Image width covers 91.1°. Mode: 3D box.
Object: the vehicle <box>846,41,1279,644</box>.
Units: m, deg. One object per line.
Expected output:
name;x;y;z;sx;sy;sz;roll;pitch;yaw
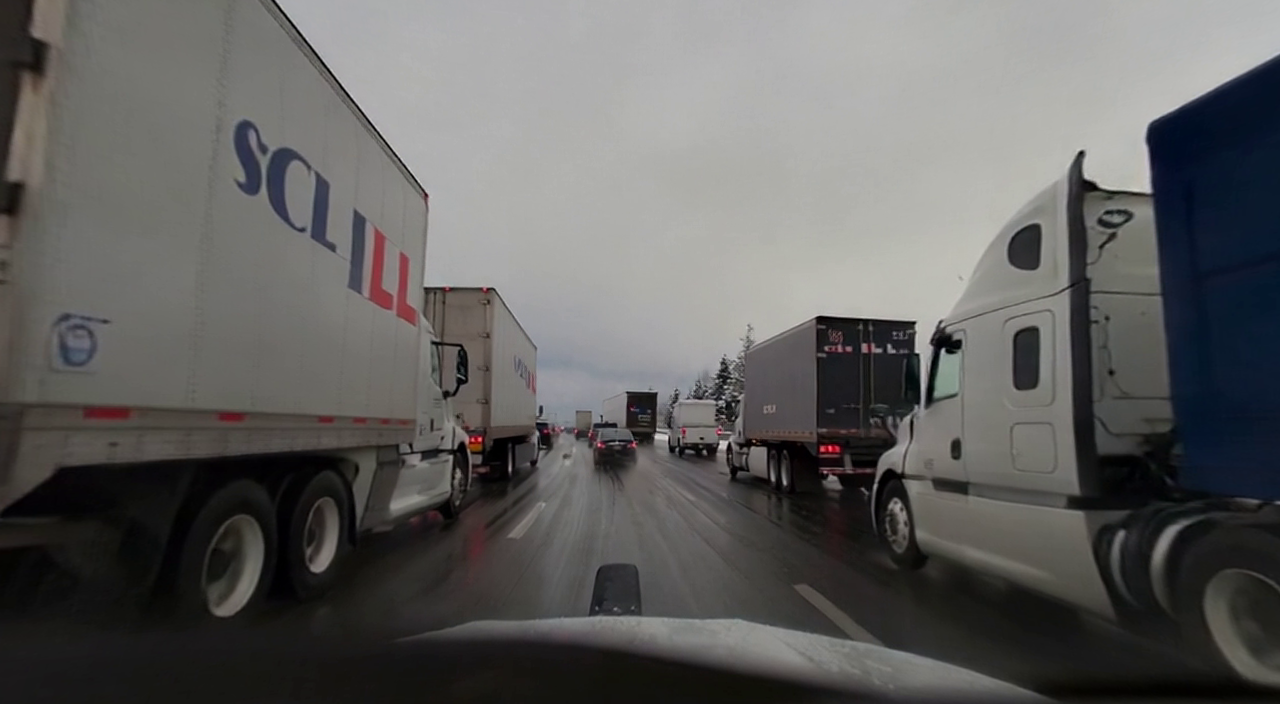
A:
vehicle;5.180;0.119;5.805;2.992;3.986;5.841;3;-8;-22

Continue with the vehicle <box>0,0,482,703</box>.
vehicle;-3.836;0.206;5.818;2.822;3.788;8.799;0;-8;-3

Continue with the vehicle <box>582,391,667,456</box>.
vehicle;-1.554;5.474;47.149;2.899;4.112;13.912;2;-8;-16

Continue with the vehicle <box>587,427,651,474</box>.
vehicle;-0.888;3.598;23.262;2.060;1.540;4.374;1;-8;-6
